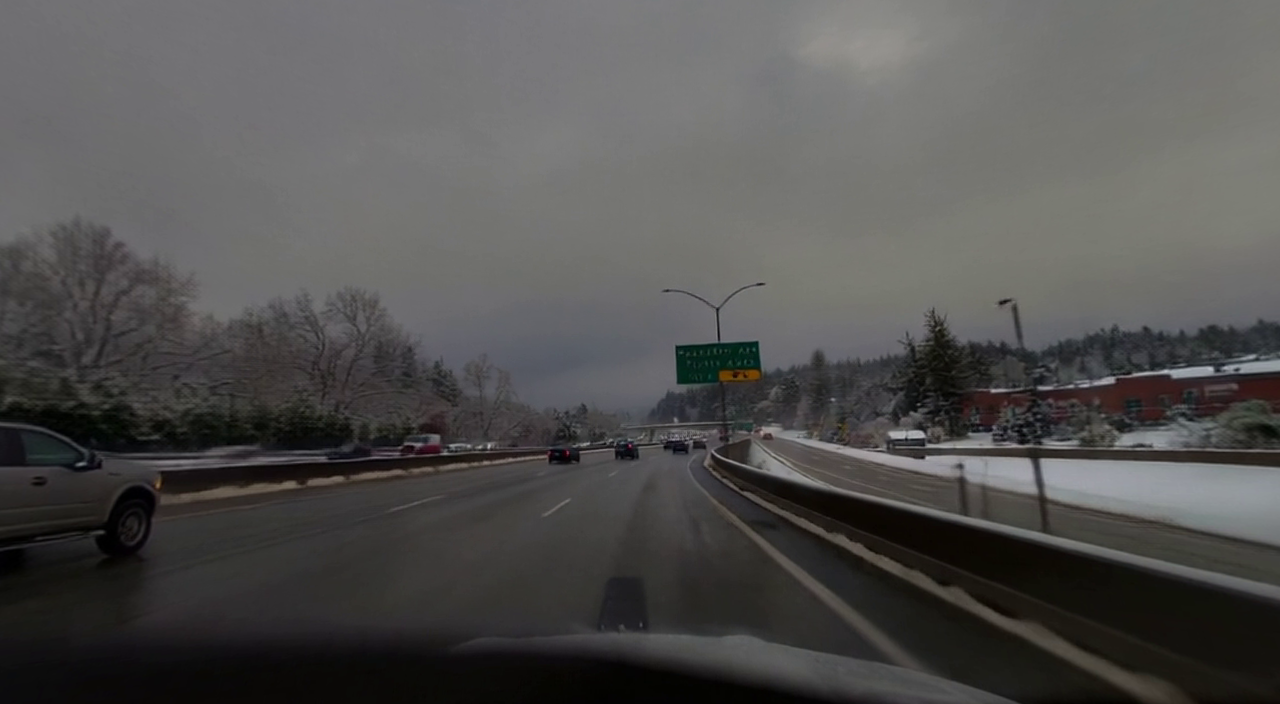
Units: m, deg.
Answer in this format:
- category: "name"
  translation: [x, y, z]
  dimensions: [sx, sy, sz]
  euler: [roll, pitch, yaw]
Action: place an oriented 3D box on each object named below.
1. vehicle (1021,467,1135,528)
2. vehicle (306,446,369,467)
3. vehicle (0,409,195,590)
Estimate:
- category: "vehicle"
  translation: [28.183, 9.304, 41.048]
  dimensions: [2.749, 3.380, 6.690]
  euler: [-1, -8, 3]
- category: "vehicle"
  translation: [-21.574, 7.456, 45.199]
  dimensions: [1.887, 1.462, 4.739]
  euler: [-1, -8, 5]
- category: "vehicle"
  translation: [-6.810, 1.350, 5.762]
  dimensions: [1.923, 1.630, 4.857]
  euler: [0, -8, 0]
